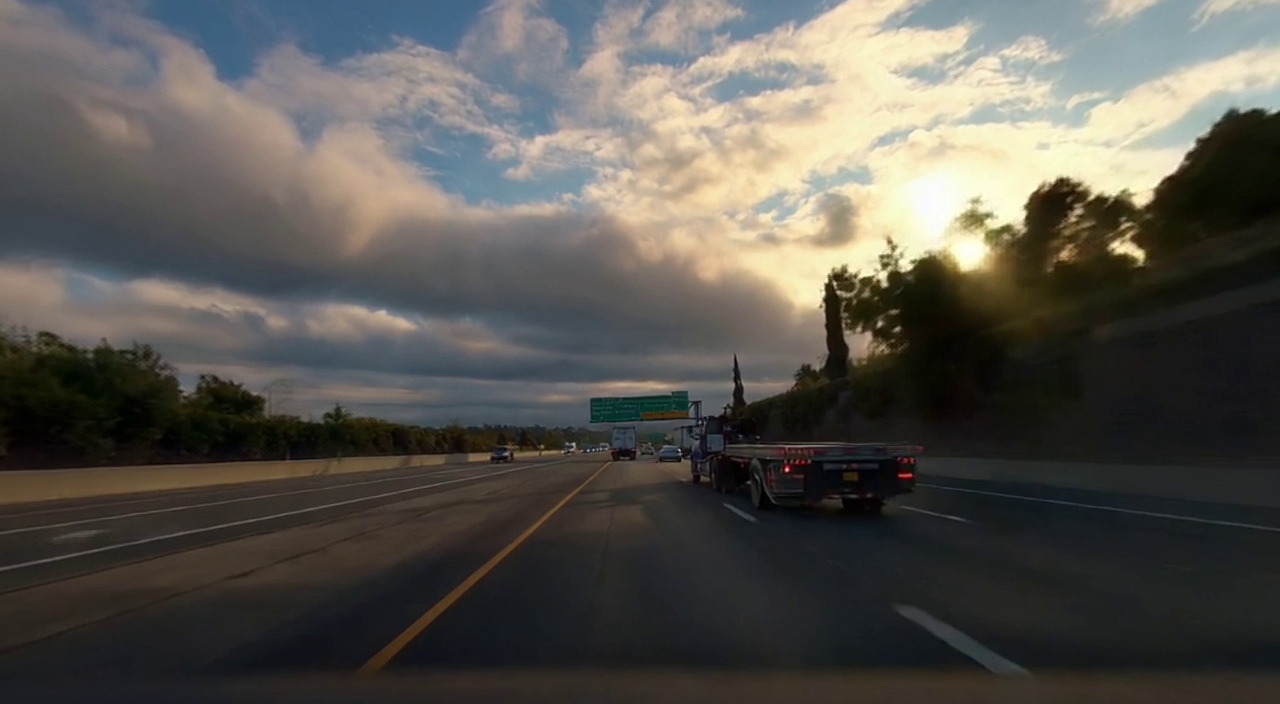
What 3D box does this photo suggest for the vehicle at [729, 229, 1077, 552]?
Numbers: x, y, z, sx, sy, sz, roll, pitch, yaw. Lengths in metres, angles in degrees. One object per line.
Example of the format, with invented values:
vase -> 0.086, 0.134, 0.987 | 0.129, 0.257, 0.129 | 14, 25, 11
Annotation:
vehicle -> 3.849, 1.054, 12.128 | 2.816, 4.086, 8.486 | 0, -9, -1

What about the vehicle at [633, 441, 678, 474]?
vehicle -> 0.883, 5.608, 33.455 | 2.127, 1.642, 3.899 | -1, -9, 5
